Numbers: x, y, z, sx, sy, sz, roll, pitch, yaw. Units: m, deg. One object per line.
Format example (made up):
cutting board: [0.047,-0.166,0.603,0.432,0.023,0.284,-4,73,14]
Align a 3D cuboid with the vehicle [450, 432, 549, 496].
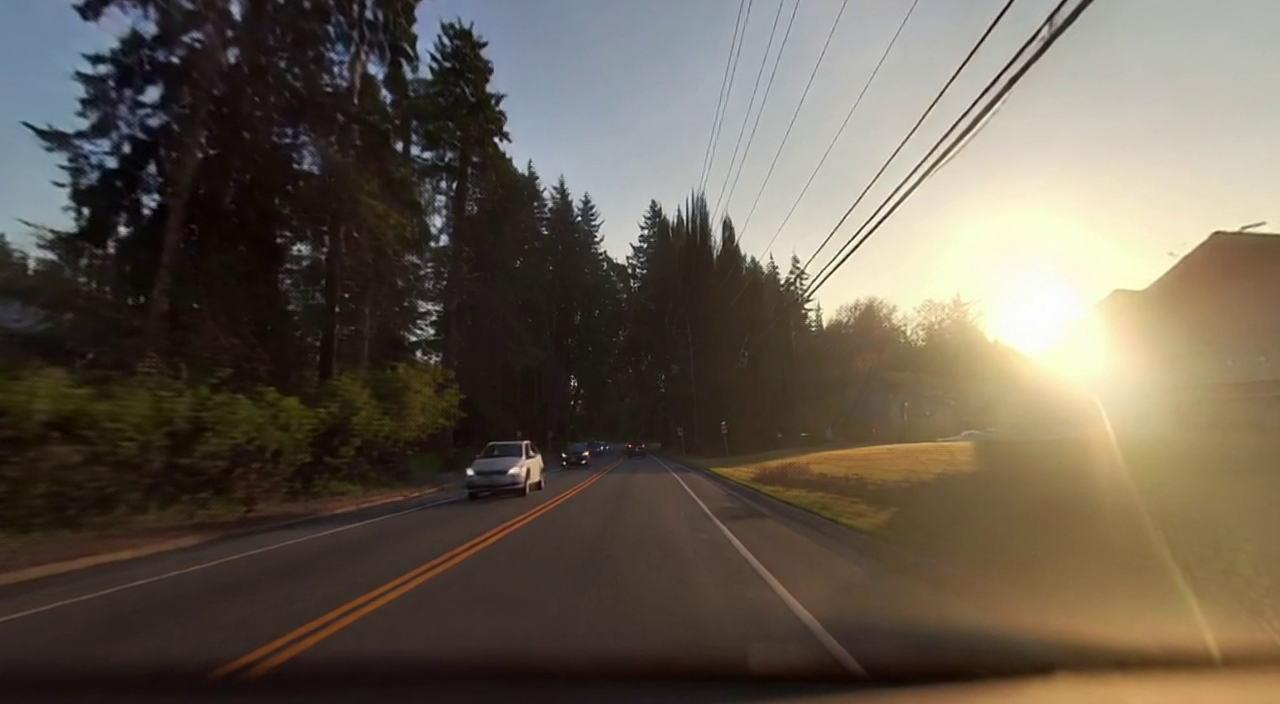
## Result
vehicle: [-4.480,3.648,21.030,2.225,1.872,4.588,0,-8,0]

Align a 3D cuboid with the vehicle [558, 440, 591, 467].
vehicle: [-4.619,7.237,45.162,1.968,1.813,4.409,0,-8,-1]
